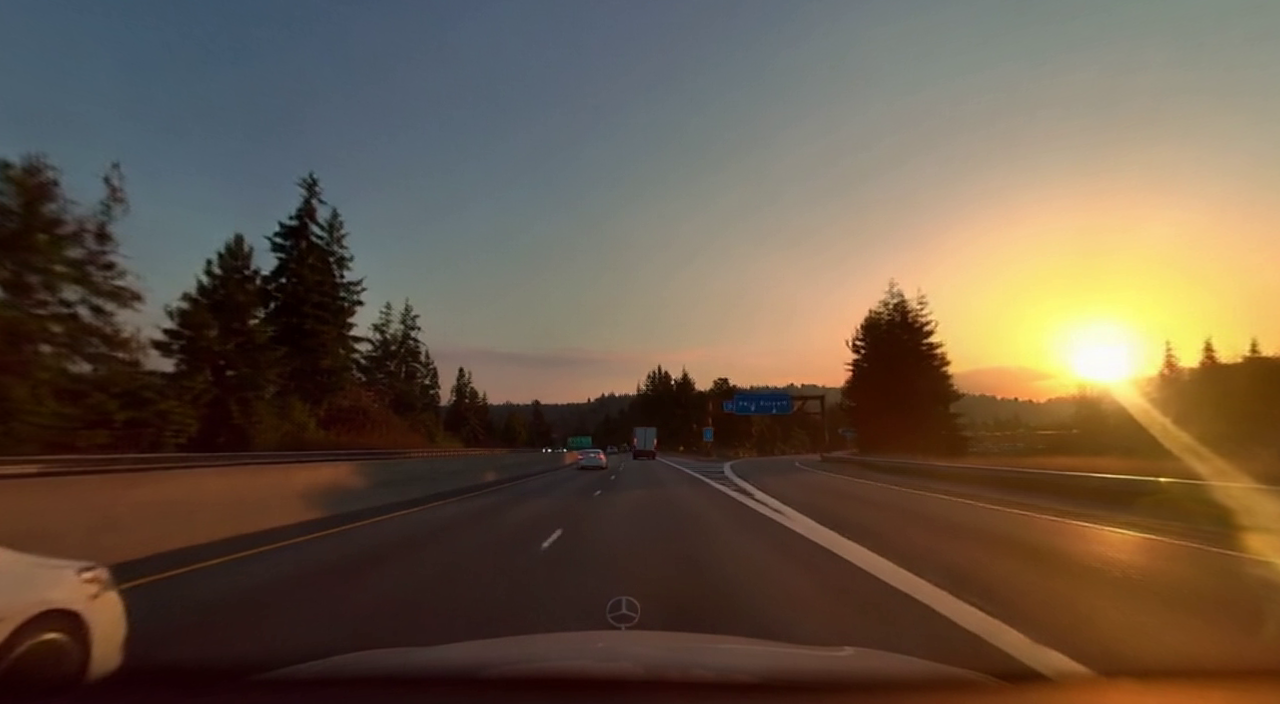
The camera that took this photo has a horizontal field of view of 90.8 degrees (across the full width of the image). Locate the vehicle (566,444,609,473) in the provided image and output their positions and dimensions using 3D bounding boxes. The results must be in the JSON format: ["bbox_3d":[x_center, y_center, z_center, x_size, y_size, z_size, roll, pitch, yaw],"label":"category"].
[{"bbox_3d":[-3.072,6.352,37.699,2.184,1.574,5.004,0,-9,0],"label":"vehicle"}]
